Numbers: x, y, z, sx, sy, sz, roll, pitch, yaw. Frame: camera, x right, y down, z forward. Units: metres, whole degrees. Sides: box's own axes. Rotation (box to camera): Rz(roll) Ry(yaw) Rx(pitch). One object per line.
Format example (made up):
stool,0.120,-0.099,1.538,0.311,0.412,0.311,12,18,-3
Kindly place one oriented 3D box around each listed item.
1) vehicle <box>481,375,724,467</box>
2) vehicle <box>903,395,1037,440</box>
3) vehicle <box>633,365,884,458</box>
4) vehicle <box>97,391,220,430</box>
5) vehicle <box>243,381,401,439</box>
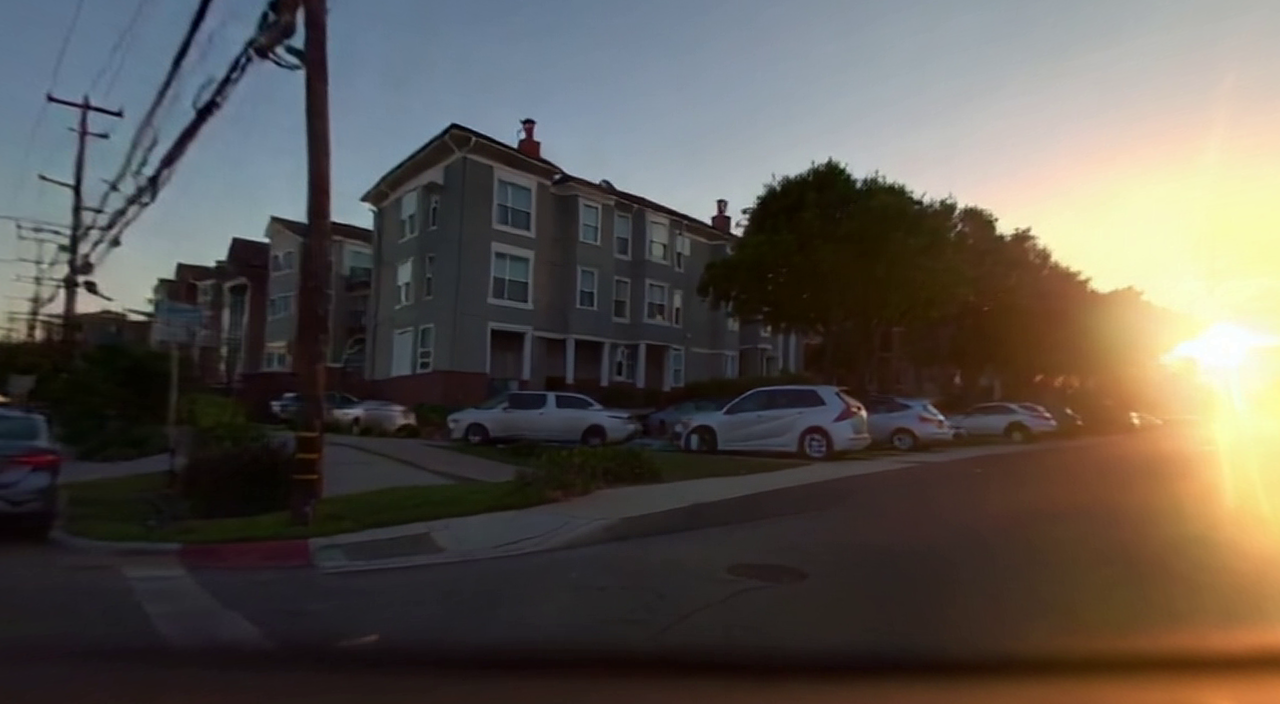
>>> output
vehicle,-0.692,1.410,13.114,4.648,1.659,1.897,0,-7,14
vehicle,13.430,2.690,25.913,4.450,1.707,1.902,0,-7,10
vehicle,2.775,1.438,15.245,5.514,1.976,2.153,0,-7,11
vehicle,-23.440,2.800,30.838,1.714,1.608,4.520,-2,-2,42
vehicle,-12.027,2.173,23.805,5.778,1.875,2.152,-1,-8,27
